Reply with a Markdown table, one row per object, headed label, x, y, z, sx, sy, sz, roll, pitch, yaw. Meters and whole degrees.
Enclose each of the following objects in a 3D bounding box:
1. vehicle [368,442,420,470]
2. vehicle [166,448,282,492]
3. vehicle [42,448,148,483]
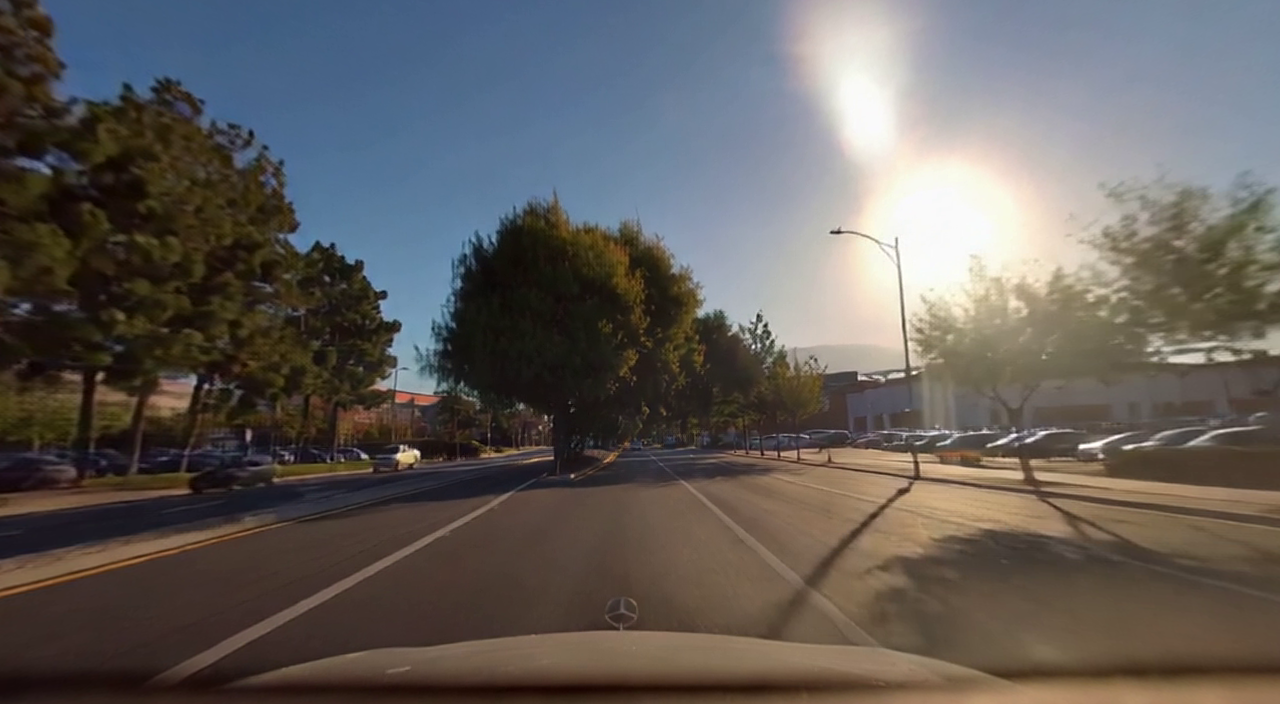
| label | x | y | z | sx | sy | sz | roll | pitch | yaw |
| --- | --- | --- | --- | --- | --- | --- | --- | --- | --- |
| vehicle | -18.704 | 7.925 | 48.293 | 2.178 | 1.947 | 5.078 | -1 | -8 | -2 |
| vehicle | -17.542 | 4.965 | 26.980 | 1.977 | 1.664 | 4.562 | 0 | -8 | -3 |
| vehicle | -31.009 | 6.422 | 36.149 | 2.126 | 1.801 | 4.563 | 0 | -8 | -3 |
